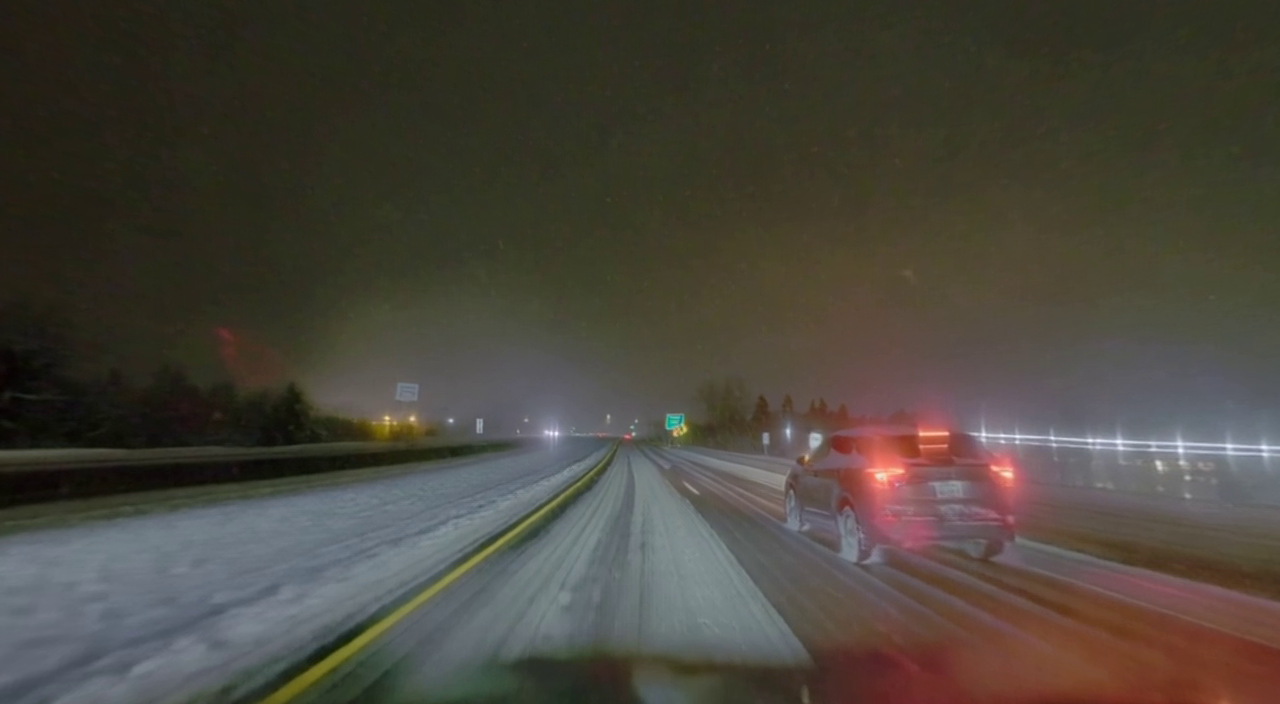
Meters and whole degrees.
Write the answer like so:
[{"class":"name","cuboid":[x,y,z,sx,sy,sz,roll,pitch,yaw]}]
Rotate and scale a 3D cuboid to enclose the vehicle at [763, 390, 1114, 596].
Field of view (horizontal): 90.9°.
[{"class":"vehicle","cuboid":[2.918,1.493,7.461,2.059,1.715,4.192,0,-8,0]}]
